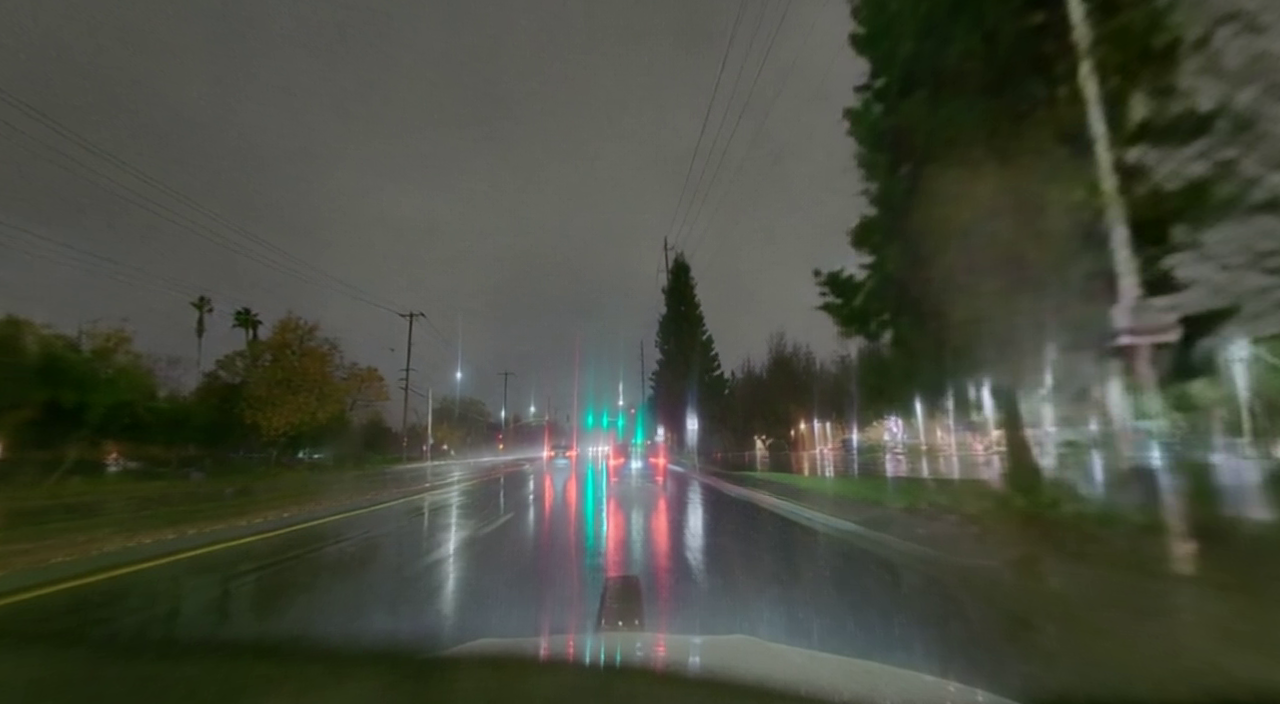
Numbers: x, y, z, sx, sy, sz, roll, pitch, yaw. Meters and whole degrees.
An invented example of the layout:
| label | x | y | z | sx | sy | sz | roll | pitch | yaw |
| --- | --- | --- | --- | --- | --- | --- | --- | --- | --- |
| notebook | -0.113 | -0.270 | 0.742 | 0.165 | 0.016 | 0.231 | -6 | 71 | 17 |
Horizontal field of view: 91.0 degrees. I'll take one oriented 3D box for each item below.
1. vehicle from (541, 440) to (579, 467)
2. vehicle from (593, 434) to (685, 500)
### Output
| label | x | y | z | sx | sy | sz | roll | pitch | yaw |
| --- | --- | --- | --- | --- | --- | --- | --- | --- | --- |
| vehicle | -5.485 | 7.007 | 43.548 | 2.189 | 1.776 | 4.342 | 0 | -9 | -2 |
| vehicle | -0.168 | 3.205 | 17.937 | 2.235 | 1.597 | 4.918 | 1 | -9 | -3 |
